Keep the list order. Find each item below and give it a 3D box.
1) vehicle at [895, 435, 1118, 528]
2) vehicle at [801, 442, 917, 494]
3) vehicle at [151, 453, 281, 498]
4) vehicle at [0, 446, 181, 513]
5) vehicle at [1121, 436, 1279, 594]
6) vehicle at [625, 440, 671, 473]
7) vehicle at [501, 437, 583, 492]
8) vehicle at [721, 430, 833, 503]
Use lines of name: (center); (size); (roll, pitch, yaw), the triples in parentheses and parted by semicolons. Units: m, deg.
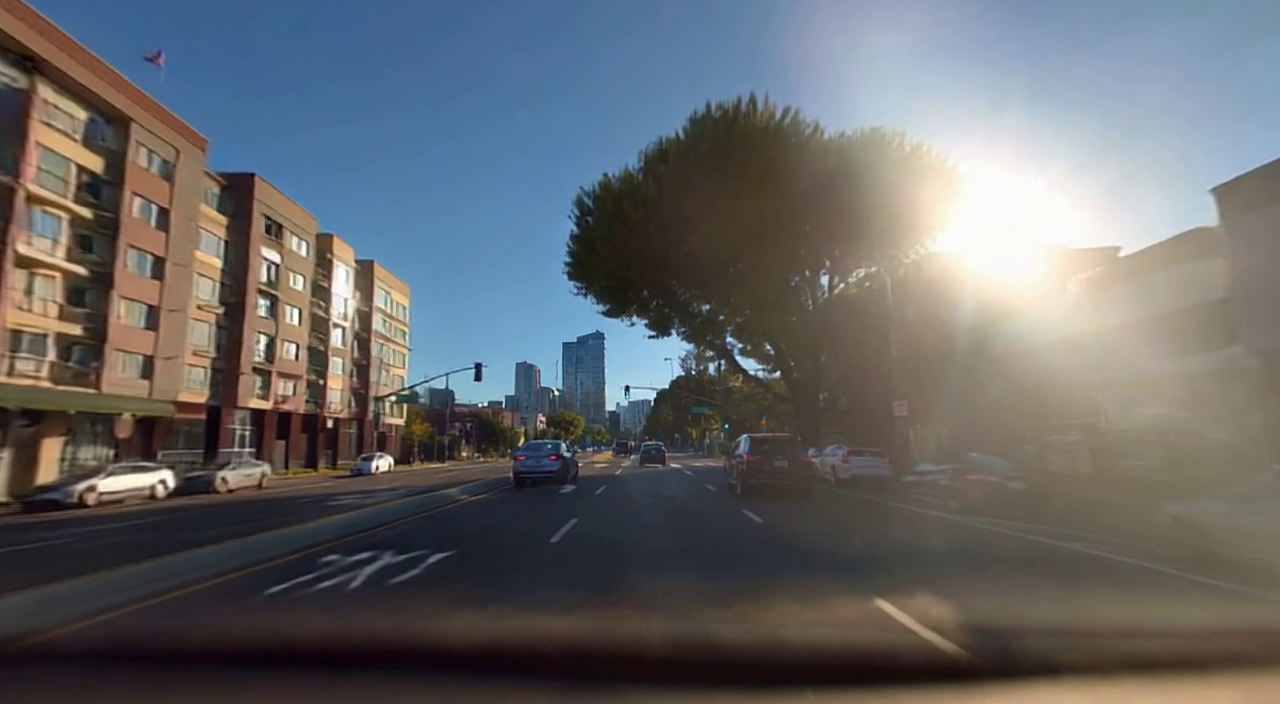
vehicle: (7.052, 2.498, 12.826); (1.898, 1.524, 4.439); (-1, -8, 1)
vehicle: (6.963, 3.709, 20.705); (1.920, 1.473, 4.898); (0, -8, -2)
vehicle: (-16.677, 4.841, 25.159); (1.919, 1.469, 4.719); (-2, -8, 1)
vehicle: (-16.991, 3.888, 19.751); (2.001, 1.760, 4.329); (-2, -8, -1)
vehicle: (6.944, 1.435, 5.328); (1.908, 1.467, 4.837); (0, -8, 0)
vehicle: (0.367, 5.047, 30.617); (2.103, 1.468, 4.094); (0, -8, 0)
vehicle: (-2.975, 3.496, 19.957); (1.860, 1.510, 4.073); (-1, -8, 1)
vehicle: (3.377, 2.898, 16.362); (1.987, 1.637, 3.896); (0, -8, 0)
